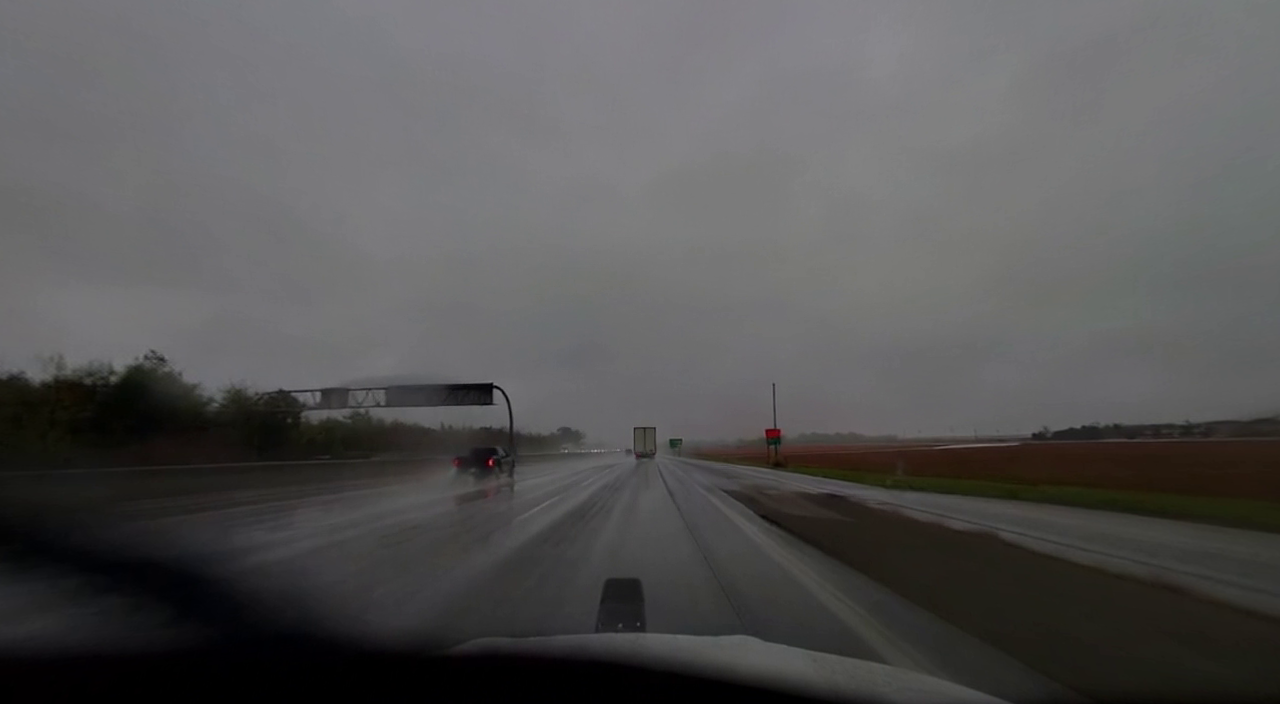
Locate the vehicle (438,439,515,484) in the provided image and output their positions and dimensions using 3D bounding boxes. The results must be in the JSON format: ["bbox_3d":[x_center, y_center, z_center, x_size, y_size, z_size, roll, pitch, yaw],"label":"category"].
[{"bbox_3d":[-7.182,4.873,28.301,2.052,1.817,4.744,0,-9,1],"label":"vehicle"}]
